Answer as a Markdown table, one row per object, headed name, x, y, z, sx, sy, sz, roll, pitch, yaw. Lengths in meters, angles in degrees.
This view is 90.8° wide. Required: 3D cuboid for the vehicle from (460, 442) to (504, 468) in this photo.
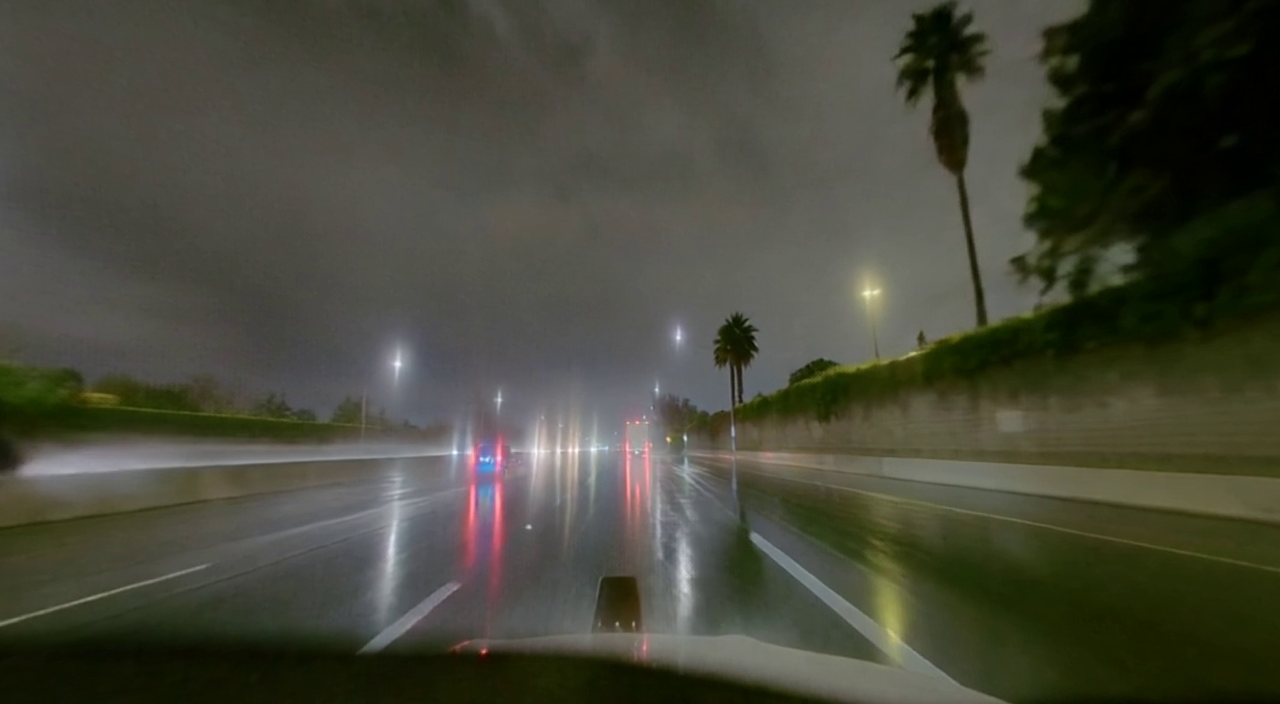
| name | x | y | z | sx | sy | sz | roll | pitch | yaw |
| --- | --- | --- | --- | --- | --- | --- | --- | --- | --- |
| vehicle | -10.650 | 6.958 | 42.786 | 1.897 | 1.653 | 4.113 | 0 | -8 | 0 |
